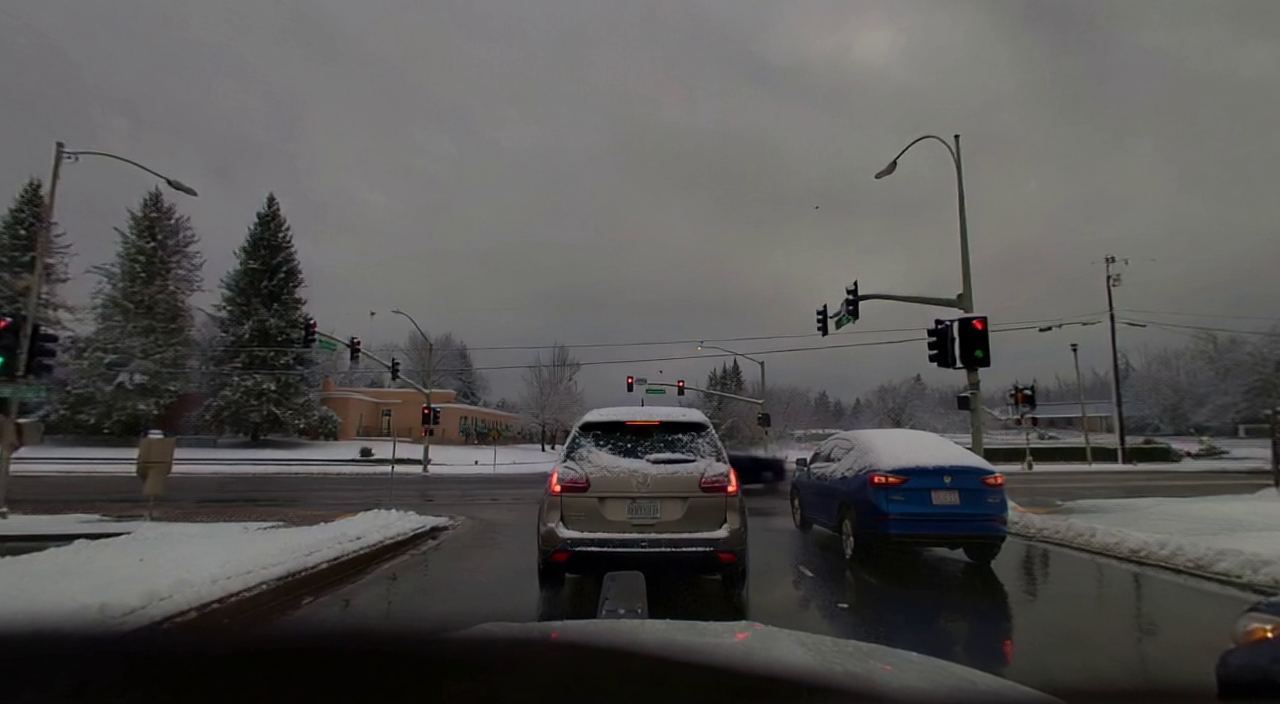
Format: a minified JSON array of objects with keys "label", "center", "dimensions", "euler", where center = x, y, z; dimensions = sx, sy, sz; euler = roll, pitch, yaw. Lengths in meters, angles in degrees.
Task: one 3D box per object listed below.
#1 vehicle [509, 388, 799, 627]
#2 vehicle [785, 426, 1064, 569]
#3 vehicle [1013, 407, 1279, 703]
[{"label":"vehicle","center":[0.099,1.496,7.062],"dimensions":[2.170,1.793,4.468],"euler":[0,-8,0]},{"label":"vehicle","center":[3.519,1.861,8.870],"dimensions":[1.861,1.495,4.215],"euler":[0,-8,-1]},{"label":"vehicle","center":[3.154,0.818,1.428],"dimensions":[1.924,1.466,4.461],"euler":[0,-8,1]}]
